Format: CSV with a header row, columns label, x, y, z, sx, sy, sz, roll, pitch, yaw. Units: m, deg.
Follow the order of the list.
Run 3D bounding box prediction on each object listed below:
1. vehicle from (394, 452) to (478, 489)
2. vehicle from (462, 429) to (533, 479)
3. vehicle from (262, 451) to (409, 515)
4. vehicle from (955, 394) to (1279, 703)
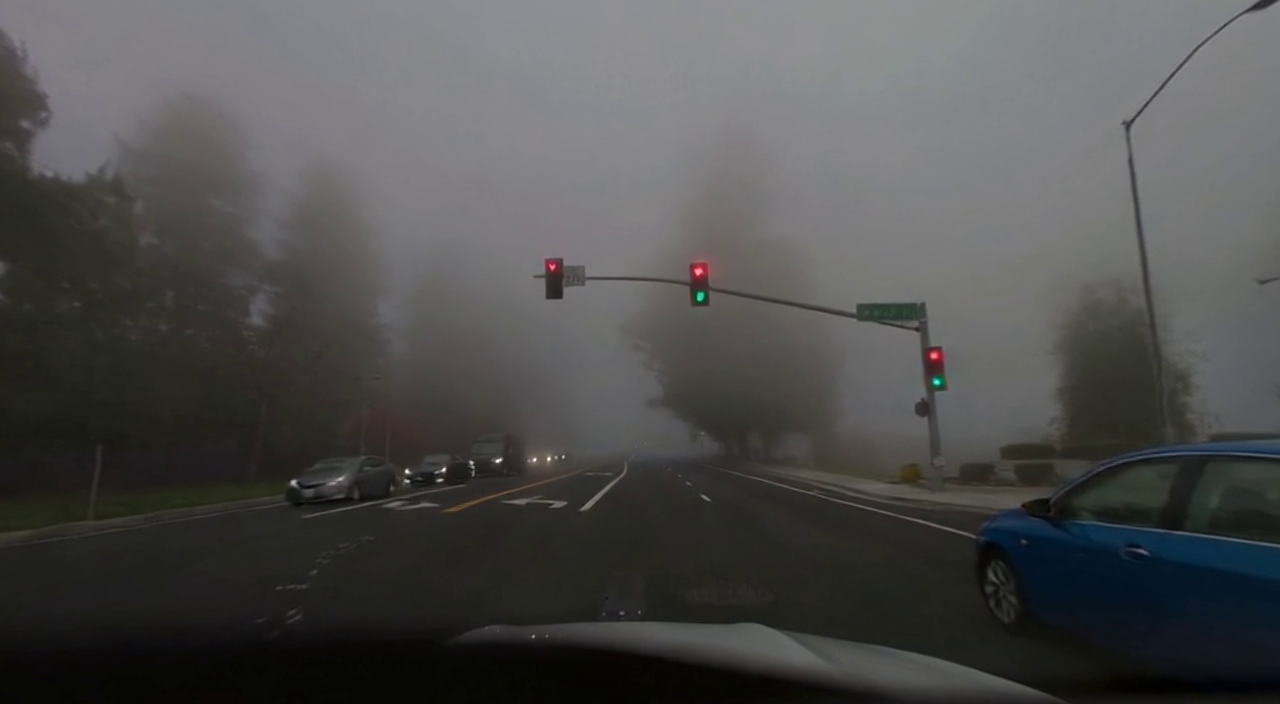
label,x,y,z,sx,sy,sz,roll,pitch,yaw
vehicle,-8.933,5.223,28.167,2.190,1.455,4.516,0,-8,1
vehicle,-8.479,6.154,38.442,2.617,2.736,6.621,0,-8,1
vehicle,-8.211,3.538,17.629,1.906,1.468,4.686,0,-8,-2
vehicle,3.967,1.058,3.365,2.129,1.581,4.780,0,-8,0
